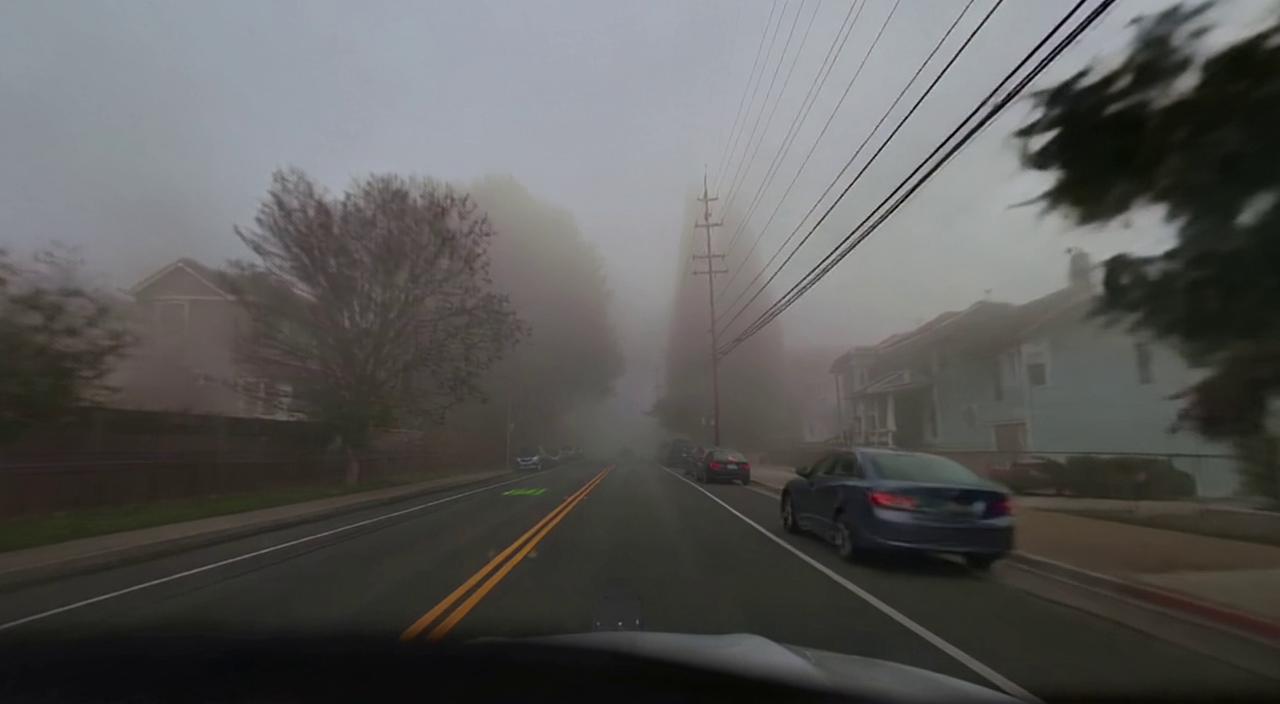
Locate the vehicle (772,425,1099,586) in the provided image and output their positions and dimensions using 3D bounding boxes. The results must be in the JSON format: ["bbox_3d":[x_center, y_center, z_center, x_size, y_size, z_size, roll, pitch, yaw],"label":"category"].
[{"bbox_3d":[3.425,1.864,8.698,2.024,1.554,4.867,0,-8,-2],"label":"vehicle"}]

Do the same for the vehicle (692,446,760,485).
[{"bbox_3d":[3.275,4.408,24.877,1.967,1.382,4.361,0,-8,-1],"label":"vehicle"}]

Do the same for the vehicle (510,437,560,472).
[{"bbox_3d":[-6.825,6.685,41.592,2.451,2.099,5.112,-1,-8,0],"label":"vehicle"}]

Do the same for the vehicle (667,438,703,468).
[{"bbox_3d":[3.074,7.026,44.302,2.065,1.953,5.359,0,-8,-1],"label":"vehicle"}]
